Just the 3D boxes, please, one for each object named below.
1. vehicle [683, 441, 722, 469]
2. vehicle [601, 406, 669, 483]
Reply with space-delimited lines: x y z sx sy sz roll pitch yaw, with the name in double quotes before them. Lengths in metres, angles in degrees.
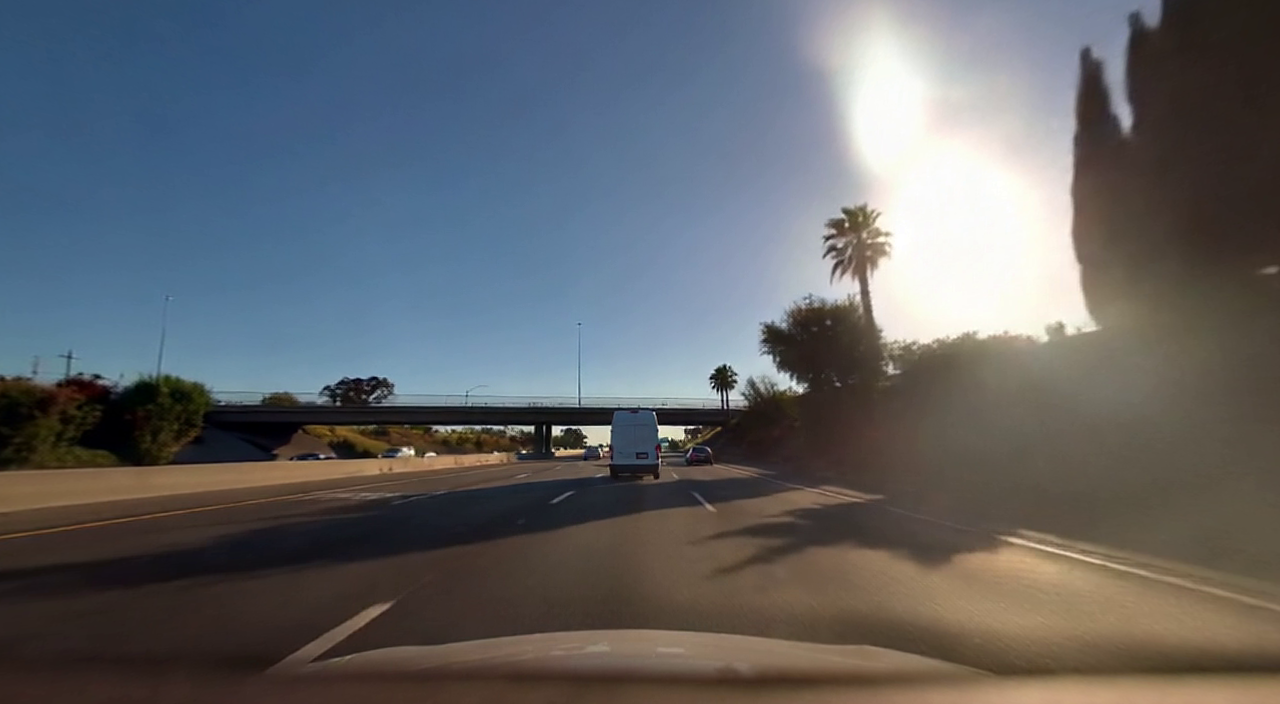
"vehicle" 3.803 6.347 38.854 1.987 1.648 3.984 0 -8 0
"vehicle" -0.055 3.791 25.754 2.476 2.776 5.598 0 -8 2
